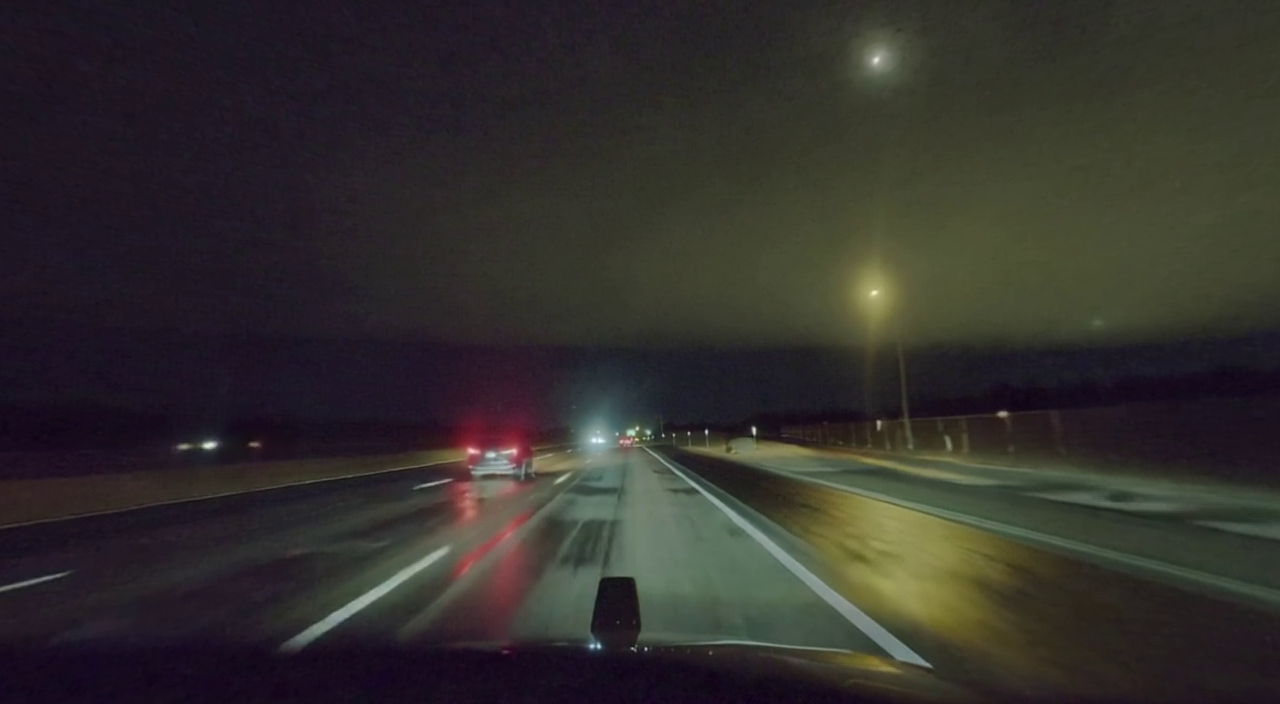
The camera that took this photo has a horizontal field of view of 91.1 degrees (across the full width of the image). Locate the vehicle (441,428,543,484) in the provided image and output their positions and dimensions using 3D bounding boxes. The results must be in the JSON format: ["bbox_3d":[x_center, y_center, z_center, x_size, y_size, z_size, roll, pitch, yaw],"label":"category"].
[{"bbox_3d":[-4.634,3.336,20.562,2.129,1.588,4.980,0,-8,0],"label":"vehicle"}]
